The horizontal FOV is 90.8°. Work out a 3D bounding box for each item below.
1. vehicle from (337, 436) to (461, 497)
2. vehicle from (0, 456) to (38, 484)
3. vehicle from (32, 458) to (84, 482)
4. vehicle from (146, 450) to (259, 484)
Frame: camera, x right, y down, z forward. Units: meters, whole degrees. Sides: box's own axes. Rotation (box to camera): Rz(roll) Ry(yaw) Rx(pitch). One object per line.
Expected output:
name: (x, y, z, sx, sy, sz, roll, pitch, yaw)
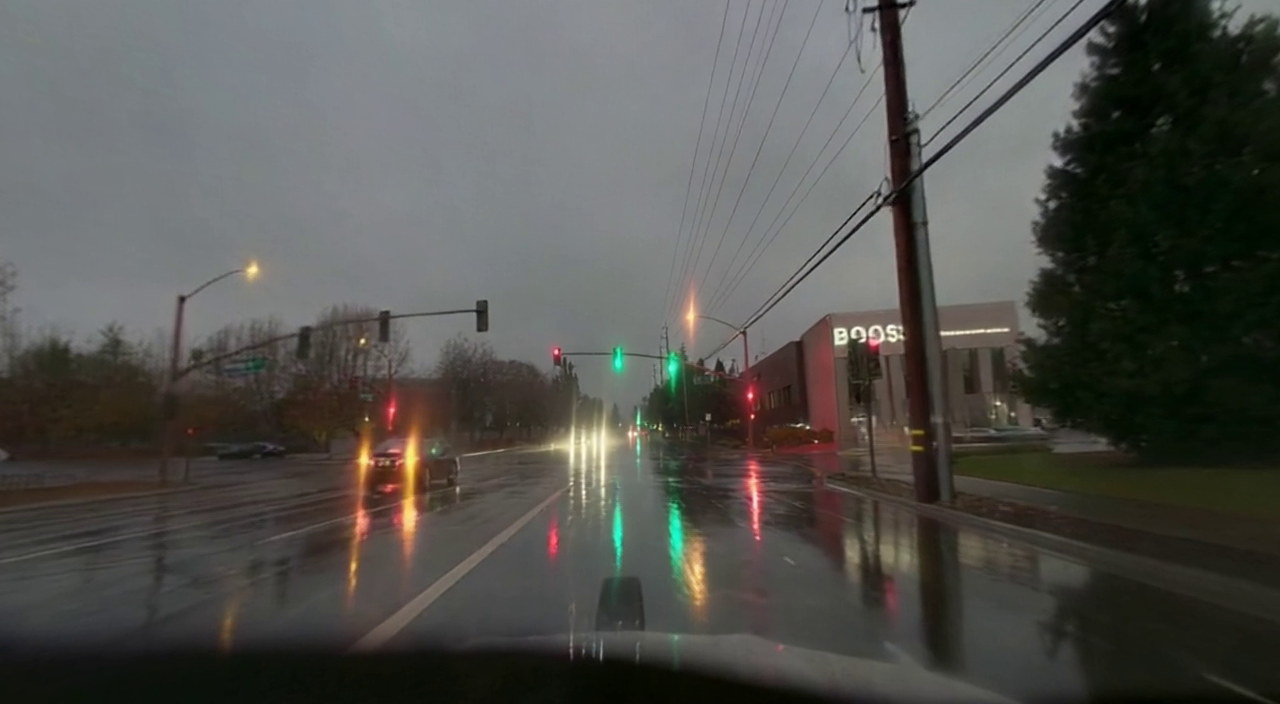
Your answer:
vehicle: (-6.493, 3.103, 17.583, 1.928, 1.451, 4.219, 0, -8, -2)
vehicle: (-43.573, 8.119, 43.624, 2.020, 1.784, 4.391, 5, -10, -34)
vehicle: (-40.521, 8.203, 44.072, 1.906, 1.496, 4.381, 5, -10, -34)
vehicle: (-23.801, 6.266, 34.467, 4.722, 1.741, 2.142, -1, -8, 6)
